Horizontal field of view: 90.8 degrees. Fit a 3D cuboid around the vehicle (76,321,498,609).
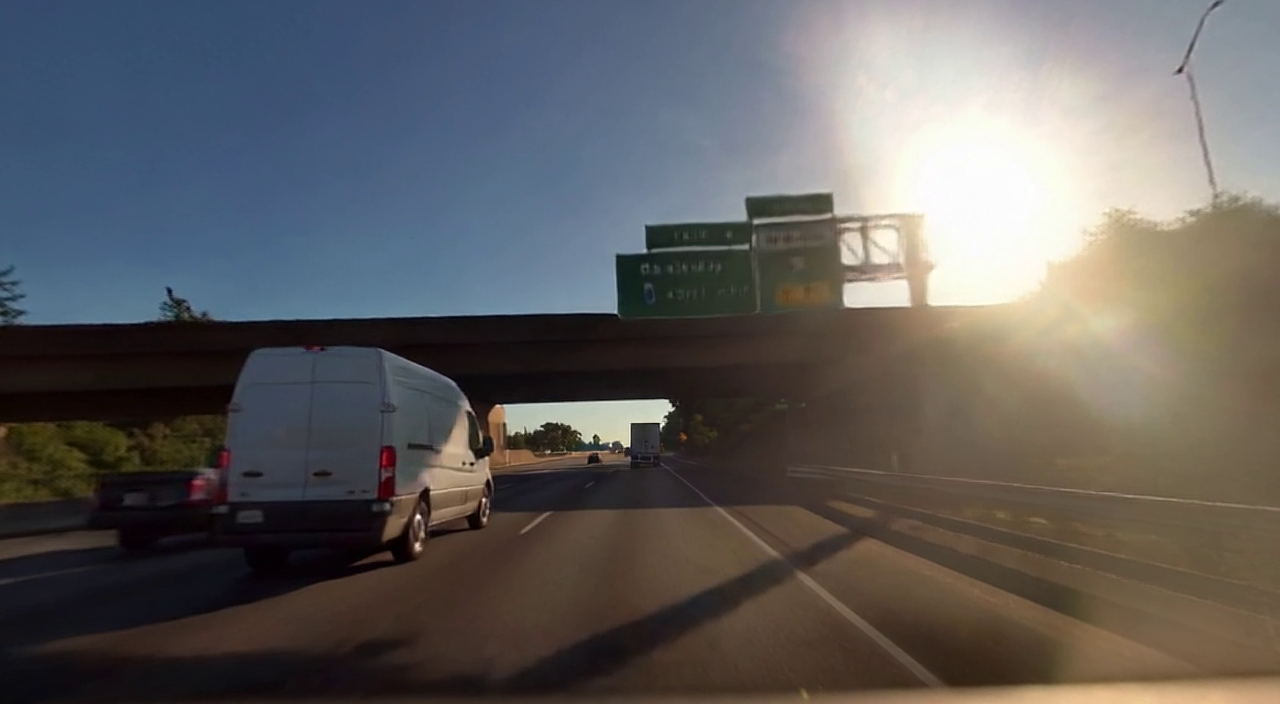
[{"bbox_3d":[-3.944,1.483,8.933,2.504,2.694,5.934,0,-9,0],"label":"vehicle"}]
